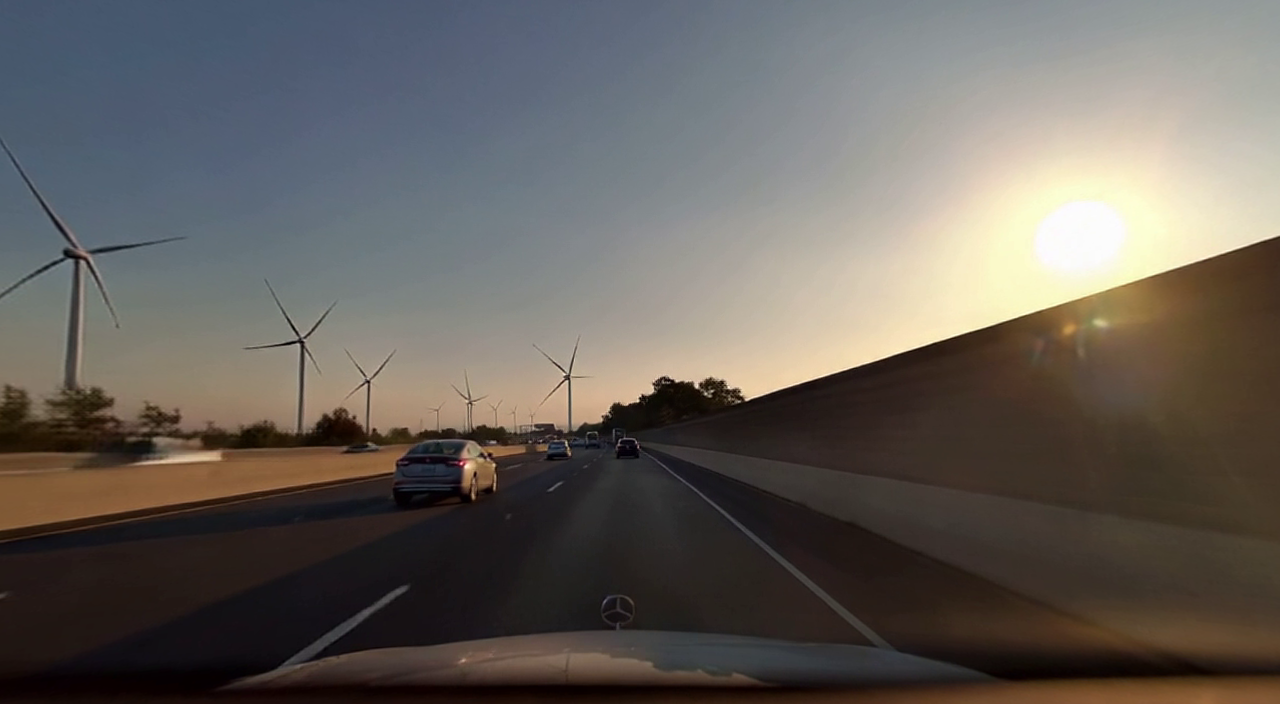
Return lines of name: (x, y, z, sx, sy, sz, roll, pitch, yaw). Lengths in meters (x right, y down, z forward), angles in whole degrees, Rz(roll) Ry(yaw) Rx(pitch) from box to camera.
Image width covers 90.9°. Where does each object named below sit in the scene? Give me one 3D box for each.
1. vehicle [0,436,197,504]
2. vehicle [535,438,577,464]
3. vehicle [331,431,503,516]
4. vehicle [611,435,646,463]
vehicle: (-14.969, 3.124, 17.340, 2.009, 1.578, 4.910, 0, -8, -1)
vehicle: (-4.940, 5.857, 37.524, 2.059, 1.436, 3.802, 0, -8, -1)
vehicle: (-4.423, 2.456, 13.433, 1.998, 1.468, 4.635, 0, -8, 0)
vehicle: (-0.683, 5.789, 37.751, 2.027, 1.550, 3.607, 0, -8, -1)
